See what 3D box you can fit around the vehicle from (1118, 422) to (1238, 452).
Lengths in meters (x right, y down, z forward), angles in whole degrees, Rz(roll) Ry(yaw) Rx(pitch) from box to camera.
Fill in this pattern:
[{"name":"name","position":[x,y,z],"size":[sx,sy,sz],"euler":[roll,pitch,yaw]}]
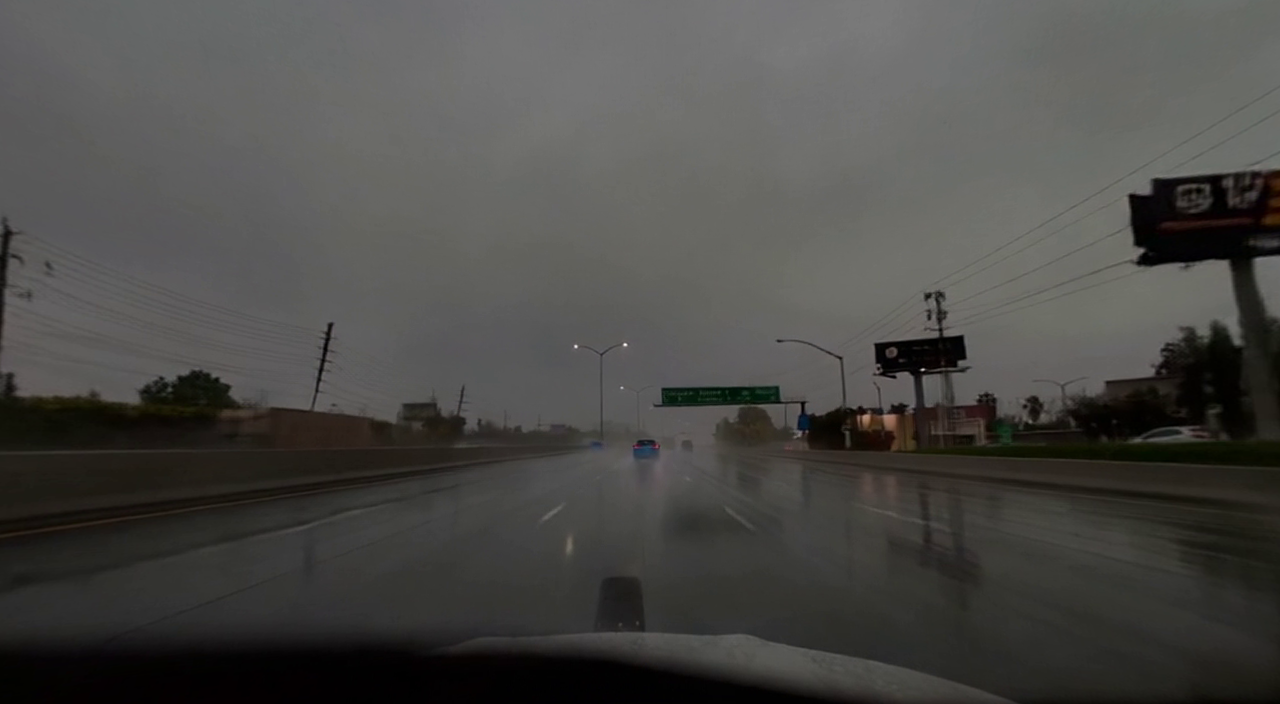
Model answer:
[{"name":"vehicle","position":[28.660,4.588,33.902],"size":[2.072,1.495,4.732],"euler":[0,-8,-3]}]

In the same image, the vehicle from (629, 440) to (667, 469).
[{"name":"vehicle","position":[0.451,5.895,36.520],"size":[2.074,1.574,3.971],"euler":[0,-8,1]}]
